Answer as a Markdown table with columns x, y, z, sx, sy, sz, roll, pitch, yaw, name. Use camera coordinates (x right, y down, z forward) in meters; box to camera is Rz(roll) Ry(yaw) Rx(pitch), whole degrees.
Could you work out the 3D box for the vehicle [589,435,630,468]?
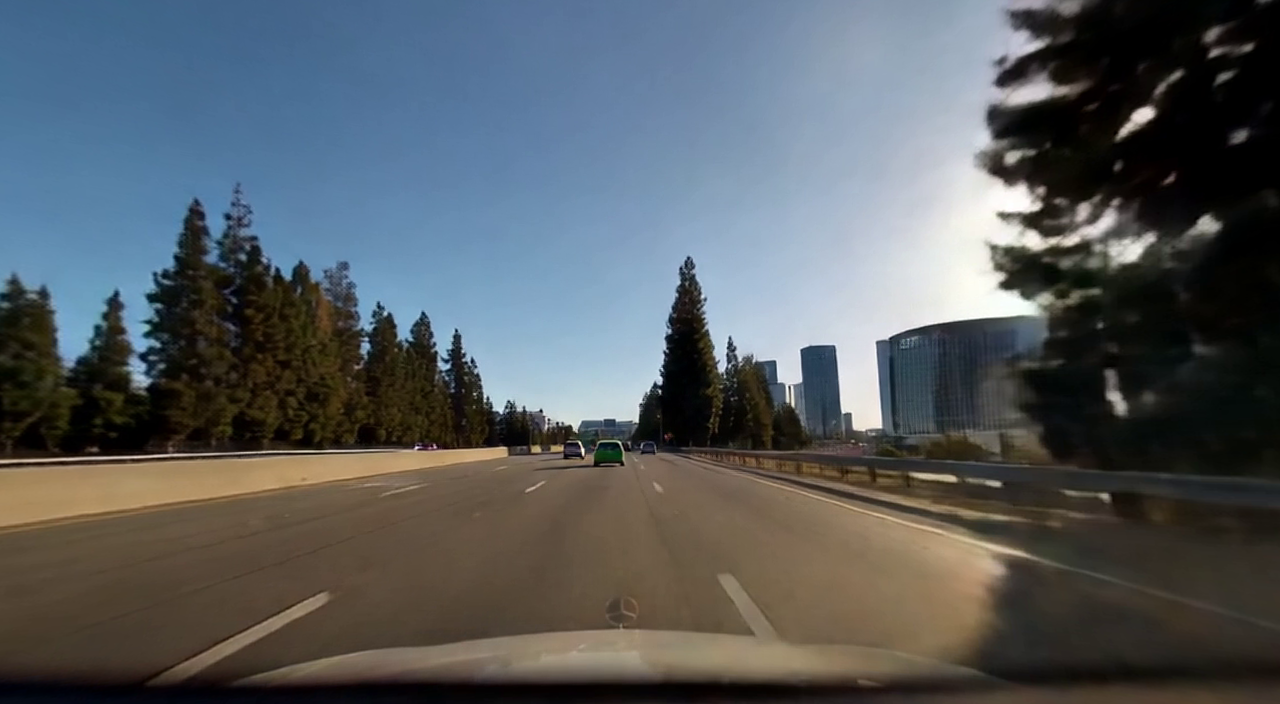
| x | y | z | sx | sy | sz | roll | pitch | yaw | name |
| --- | --- | --- | --- | --- | --- | --- | --- | --- | --- |
| -1.748 | 5.921 | 37.625 | 2.302 | 1.810 | 4.707 | 0 | -8 | -1 | vehicle |
